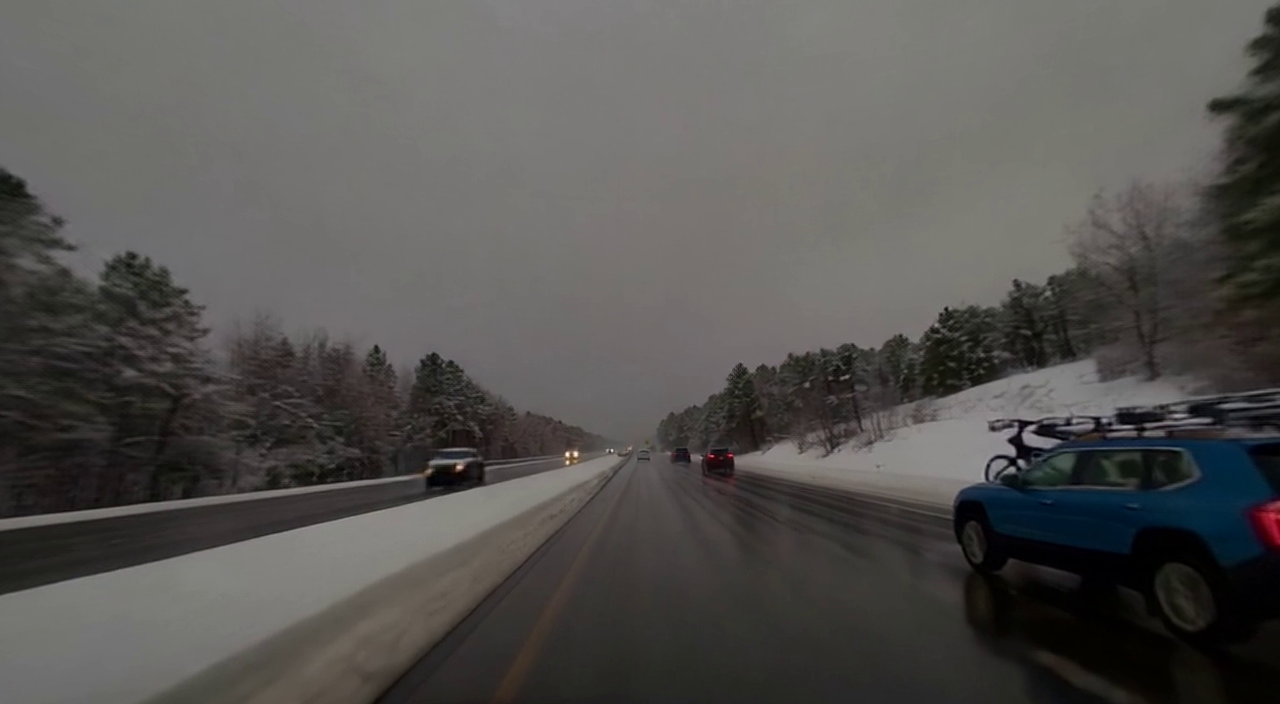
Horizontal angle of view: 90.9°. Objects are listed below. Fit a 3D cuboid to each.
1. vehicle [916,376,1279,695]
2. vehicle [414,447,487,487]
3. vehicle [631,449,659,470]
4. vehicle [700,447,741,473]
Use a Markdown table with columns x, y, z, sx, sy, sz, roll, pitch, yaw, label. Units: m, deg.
| x | y | z | sx | sy | sz | roll | pitch | yaw | label |
| --- | --- | --- | --- | --- | --- | --- | --- | --- | --- |
| 4.218 | 1.233 | 5.211 | 1.978 | 1.604 | 4.128 | 0 | -9 | 0 | vehicle |
| -8.775 | 5.354 | 29.590 | 2.087 | 1.687 | 4.227 | 0 | -9 | 0 | vehicle |
| 0.351 | 7.863 | 46.280 | 1.991 | 1.459 | 3.769 | 0 | -9 | 0 | vehicle |
| 4.888 | 6.595 | 38.663 | 1.964 | 1.513 | 3.707 | 0 | -9 | -1 | vehicle |
